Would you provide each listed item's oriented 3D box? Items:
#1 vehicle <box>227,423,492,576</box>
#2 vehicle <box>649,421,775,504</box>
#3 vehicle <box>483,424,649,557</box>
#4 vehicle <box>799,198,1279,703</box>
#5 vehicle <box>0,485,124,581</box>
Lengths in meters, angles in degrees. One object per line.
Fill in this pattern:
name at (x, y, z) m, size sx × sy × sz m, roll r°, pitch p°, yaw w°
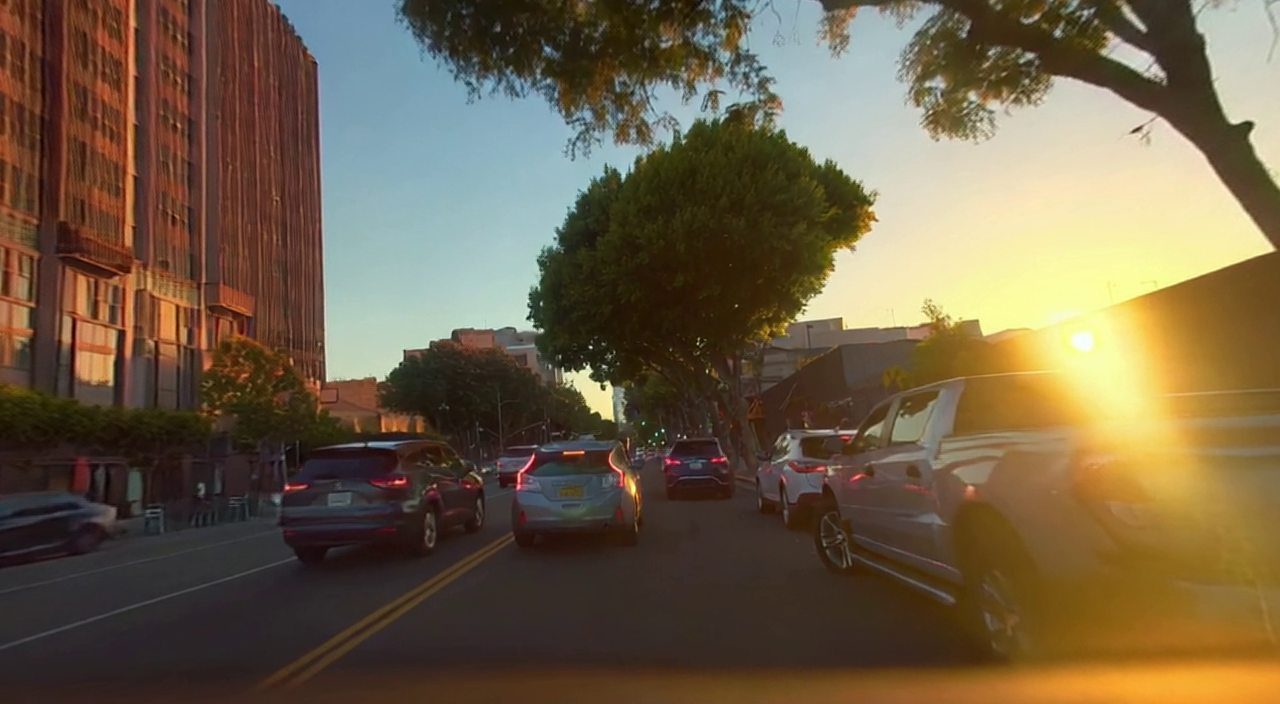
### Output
vehicle at (-3.937, 2.131, 10.007) m, size 2.000 × 1.818 × 4.668 m, roll 0°, pitch -9°, yaw 1°
vehicle at (2.189, 3.034, 17.720) m, size 2.352 × 1.953 × 4.798 m, roll -3°, pitch -9°, yaw 21°
vehicle at (-0.914, 2.065, 10.066) m, size 2.076 × 1.667 × 3.948 m, roll 0°, pitch -8°, yaw 1°
vehicle at (2.988, 0.908, 4.535) m, size 2.225 × 2.070 × 5.264 m, roll 0°, pitch -9°, yaw -1°
vehicle at (-12.400, 3.358, 11.592) m, size 2.071 × 1.505 × 4.479 m, roll 0°, pitch -9°, yaw 0°
